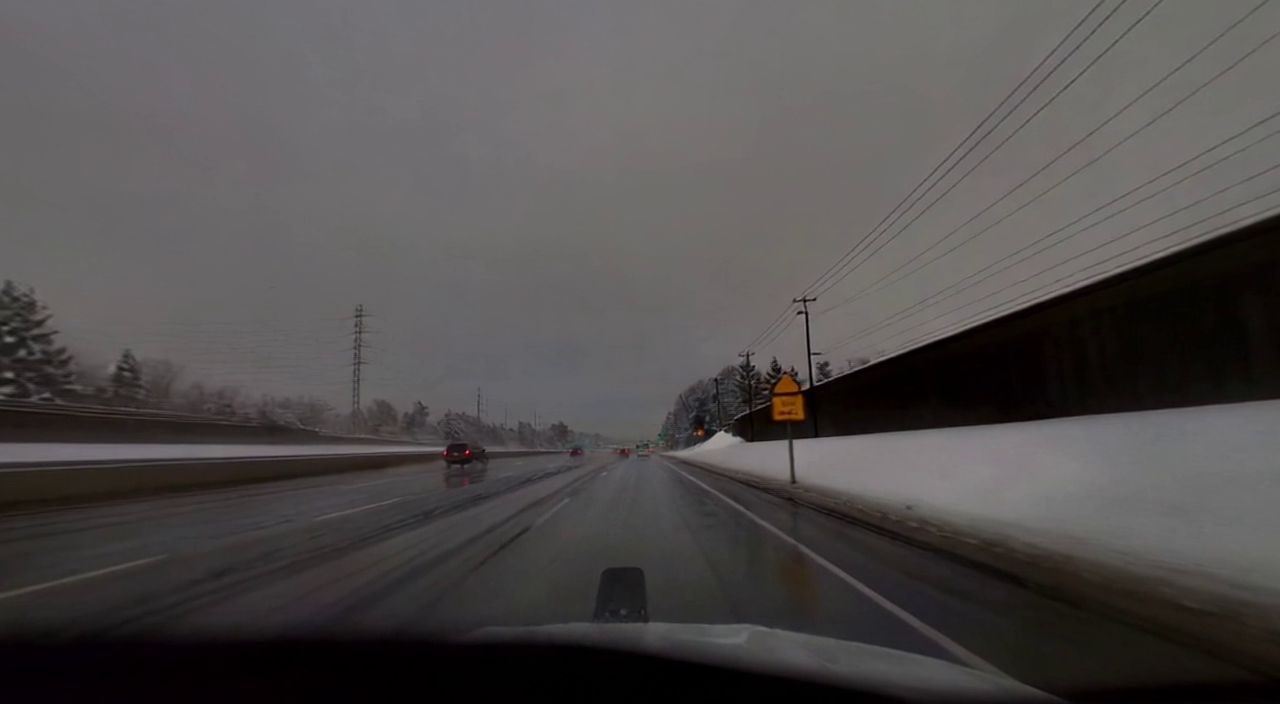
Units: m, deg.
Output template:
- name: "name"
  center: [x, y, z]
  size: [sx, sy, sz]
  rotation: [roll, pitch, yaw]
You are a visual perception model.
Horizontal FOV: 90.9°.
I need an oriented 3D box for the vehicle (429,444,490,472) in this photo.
- name: "vehicle"
  center: [-10.143, 5.980, 35.844]
  size: [2.056, 1.476, 4.562]
  rotation: [0, -8, 1]
